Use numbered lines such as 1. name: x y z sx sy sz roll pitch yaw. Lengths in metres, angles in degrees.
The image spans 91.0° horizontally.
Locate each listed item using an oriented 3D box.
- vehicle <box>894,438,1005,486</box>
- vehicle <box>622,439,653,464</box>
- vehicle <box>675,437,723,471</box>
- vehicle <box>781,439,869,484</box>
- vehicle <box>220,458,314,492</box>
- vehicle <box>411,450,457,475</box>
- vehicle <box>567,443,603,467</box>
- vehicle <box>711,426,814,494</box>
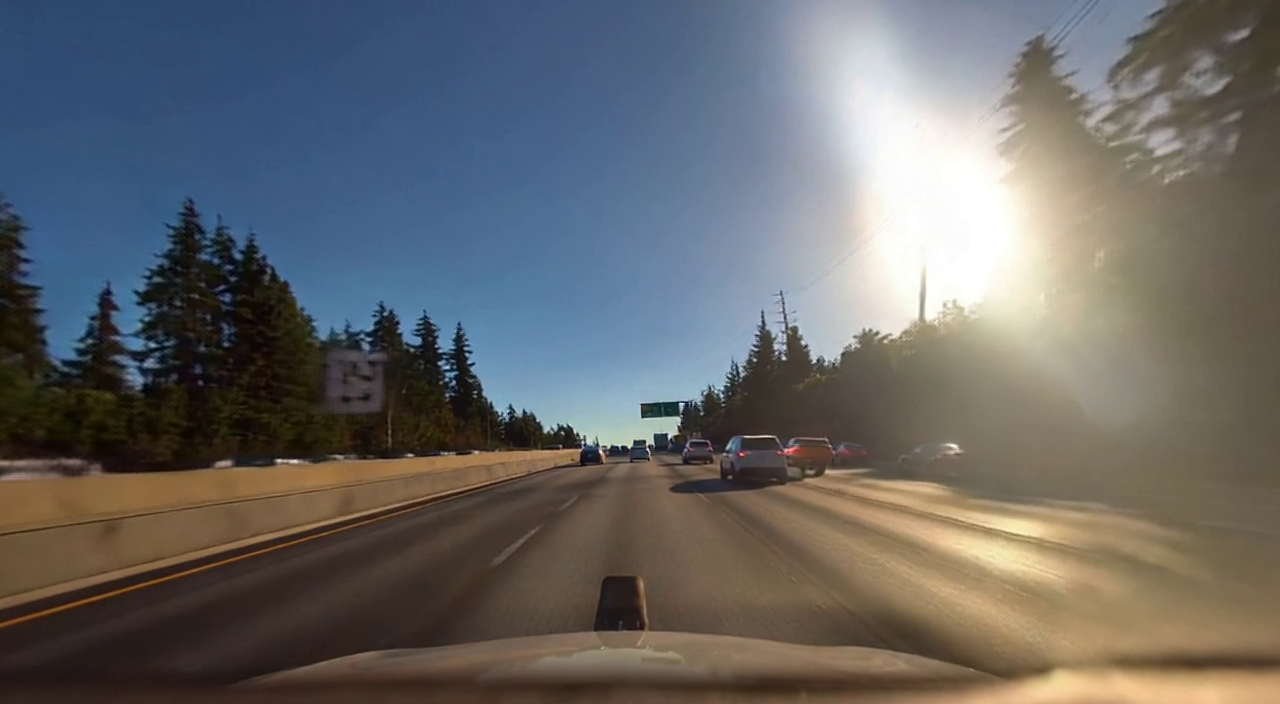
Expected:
1. vehicle: 10.520 3.738 21.740 1.850 1.492 3.767 0 -8 -1
2. vehicle: -0.213 7.641 48.459 2.314 1.796 4.254 0 -8 -1
3. vehicle: 3.248 5.710 35.461 2.111 1.755 4.459 0 -8 -2
4. vehicle: 6.857 4.097 23.894 1.909 1.507 4.471 0 -8 -1
5. vehicle: -18.998 6.267 32.341 1.941 1.477 4.644 0 -8 1
6. vehicle: -15.119 8.118 46.432 1.898 1.685 4.371 0 -8 1
7. vehicle: -3.667 6.937 42.544 2.051 1.510 4.373 0 -8 0
8. vehicle: 3.601 3.287 19.487 2.138 1.826 4.783 0 -8 -1
